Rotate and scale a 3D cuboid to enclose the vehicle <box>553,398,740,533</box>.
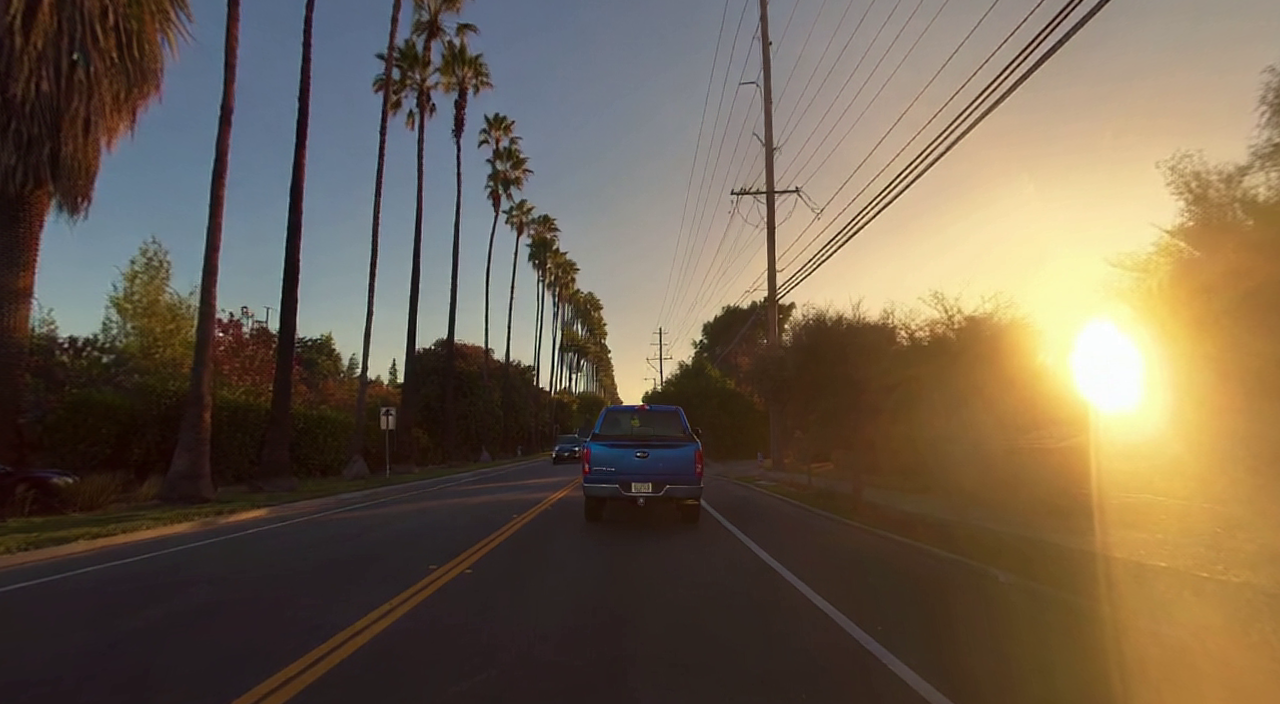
[{"bbox_3d":[0.068,2.146,12.470,2.803,2.005,5.885,0,-8,-1],"label":"vehicle"}]
